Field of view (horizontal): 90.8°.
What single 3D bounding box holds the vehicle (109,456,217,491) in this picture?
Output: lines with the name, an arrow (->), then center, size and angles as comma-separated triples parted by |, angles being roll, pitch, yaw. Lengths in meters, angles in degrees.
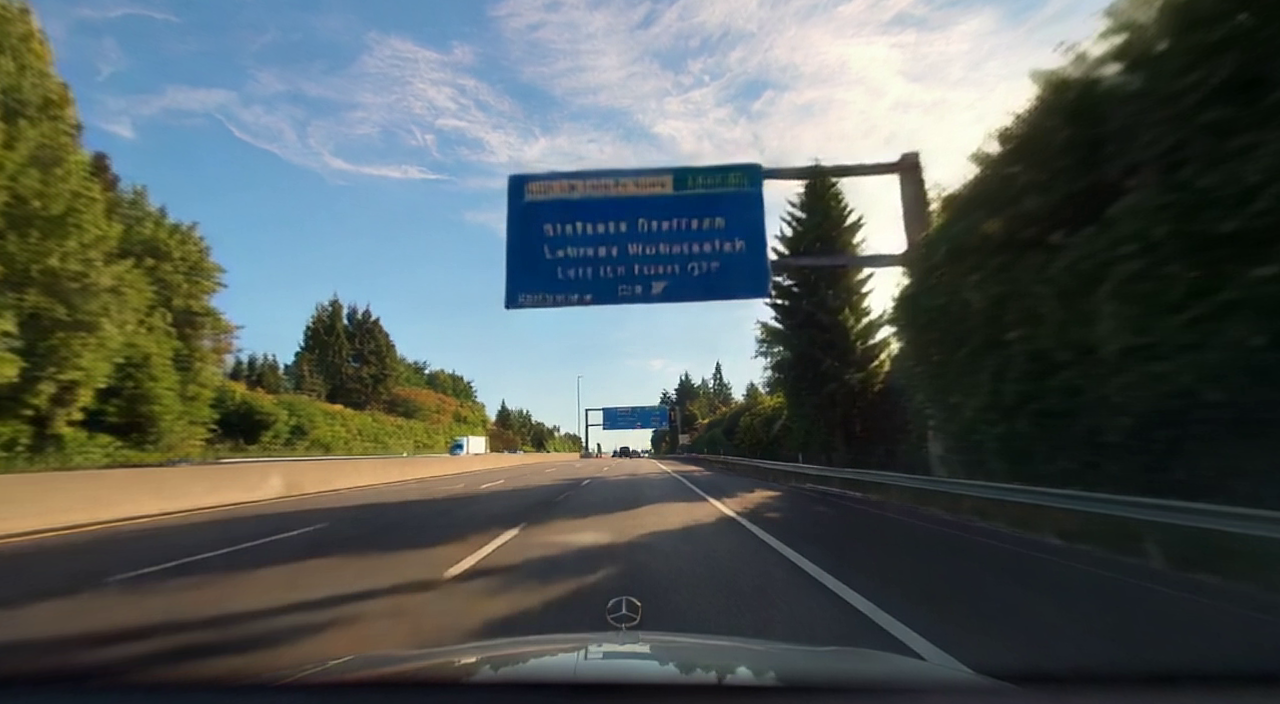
vehicle -> -21.036, 5.338, 28.078 | 1.645, 1.373, 4.176 | 0, -9, -2
